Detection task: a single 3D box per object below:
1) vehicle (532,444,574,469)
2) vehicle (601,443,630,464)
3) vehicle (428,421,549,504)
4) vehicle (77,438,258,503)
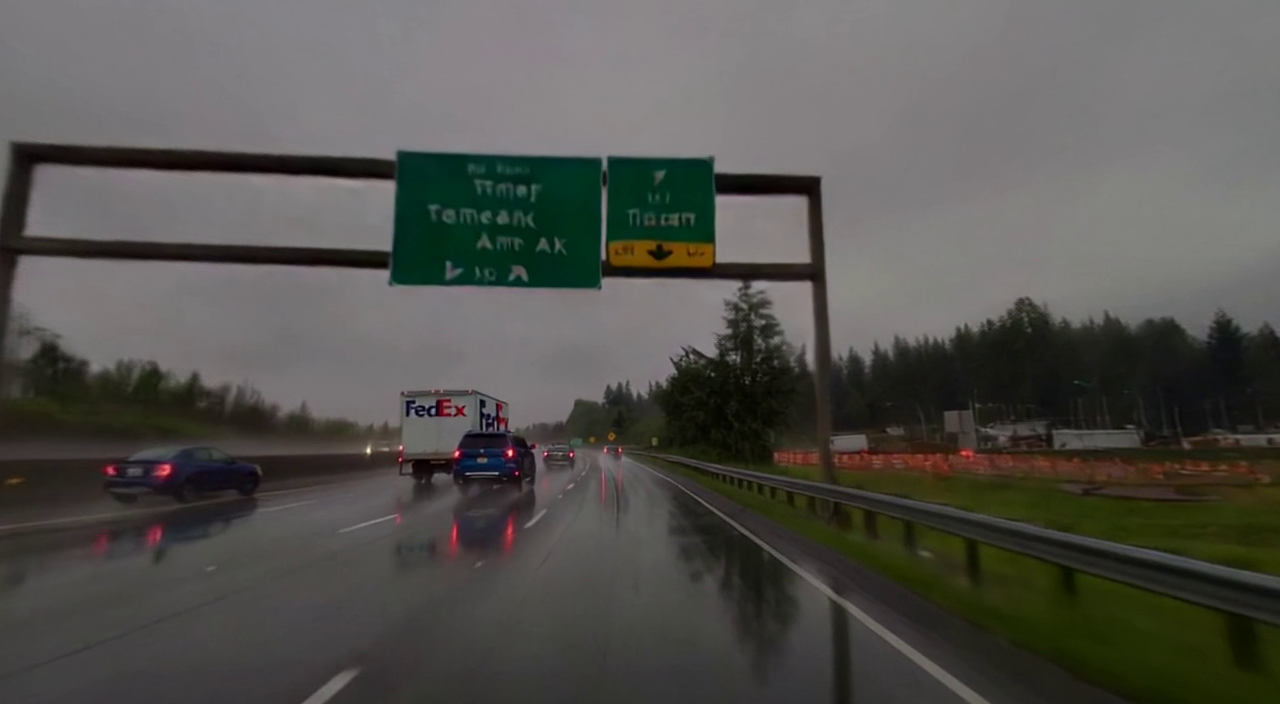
[{"bbox_3d":[-5.413,6.579,39.923,2.192,1.478,4.591,0,-9,-3],"label":"vehicle"},{"bbox_3d":[-1.886,7.656,47.705,2.043,1.489,3.839,1,-9,-4],"label":"vehicle"},{"bbox_3d":[-3.854,2.923,17.058,2.170,1.886,4.628,0,-9,-1],"label":"vehicle"},{"bbox_3d":[-13.732,3.449,18.803,2.018,1.668,4.409,0,-9,-1],"label":"vehicle"}]
